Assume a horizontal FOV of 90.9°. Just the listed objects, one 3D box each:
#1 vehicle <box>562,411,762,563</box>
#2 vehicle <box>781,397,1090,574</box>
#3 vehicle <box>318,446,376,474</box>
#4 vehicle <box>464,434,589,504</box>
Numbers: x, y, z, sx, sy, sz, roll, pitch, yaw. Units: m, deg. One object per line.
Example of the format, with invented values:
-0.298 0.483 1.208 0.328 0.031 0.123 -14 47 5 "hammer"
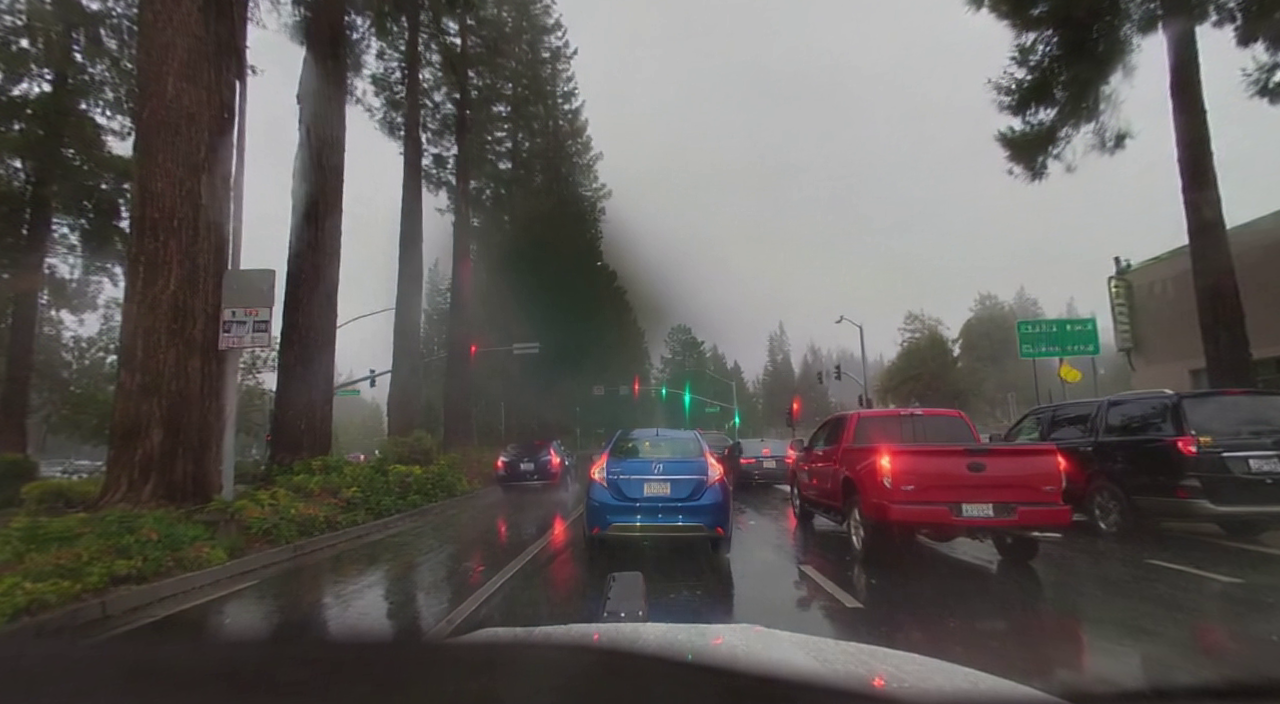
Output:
0.247 1.776 8.976 2.168 1.641 4.039 0 -8 0 "vehicle"
3.390 1.631 8.409 2.099 1.725 4.290 0 -8 1 "vehicle"
-18.211 6.722 39.407 2.026 1.587 4.608 1 -8 -9 "vehicle"
-2.700 2.949 16.429 2.133 1.496 5.150 0 -8 2 "vehicle"
